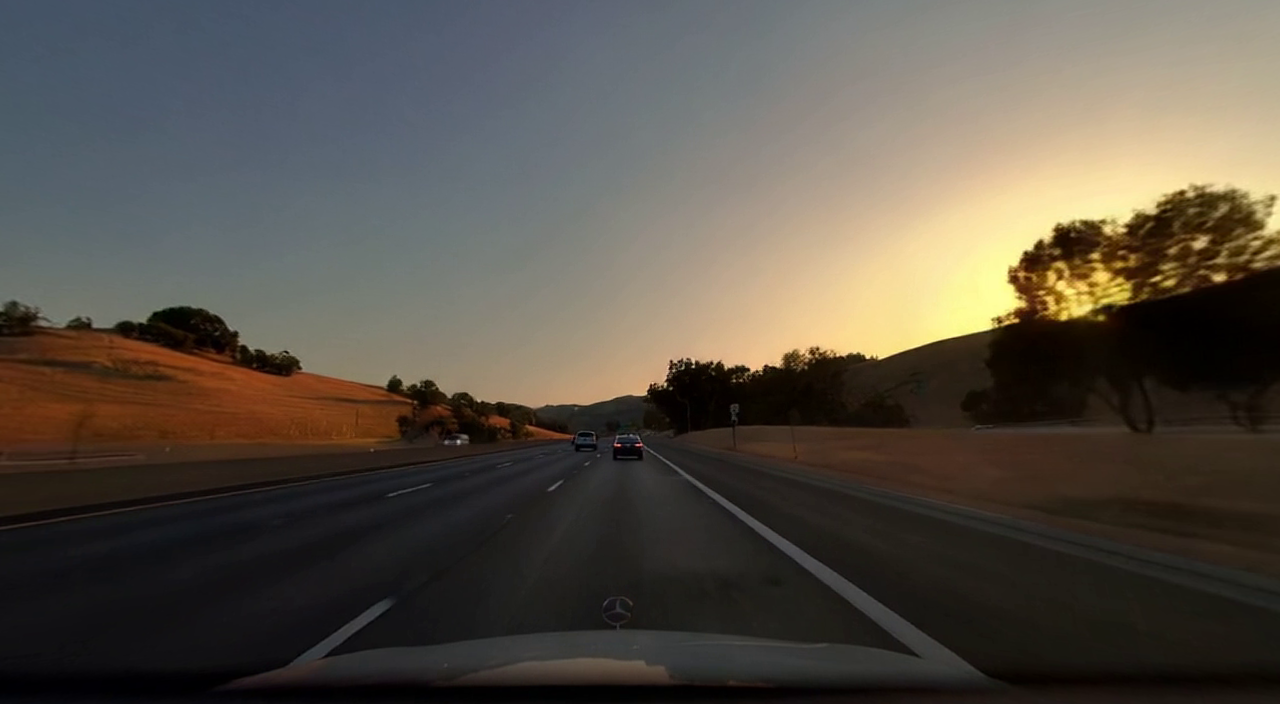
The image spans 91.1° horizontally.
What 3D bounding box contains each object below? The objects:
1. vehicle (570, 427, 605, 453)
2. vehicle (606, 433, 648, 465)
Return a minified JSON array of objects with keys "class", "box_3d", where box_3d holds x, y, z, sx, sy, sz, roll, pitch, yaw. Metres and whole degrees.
[{"class":"vehicle","box_3d":[-4.085,6.950,49.560,2.251,1.938,4.708,0,-8,1]},{"class":"vehicle","box_3d":[-0.660,4.786,31.383,1.948,1.470,3.913,0,-8,-2]}]
